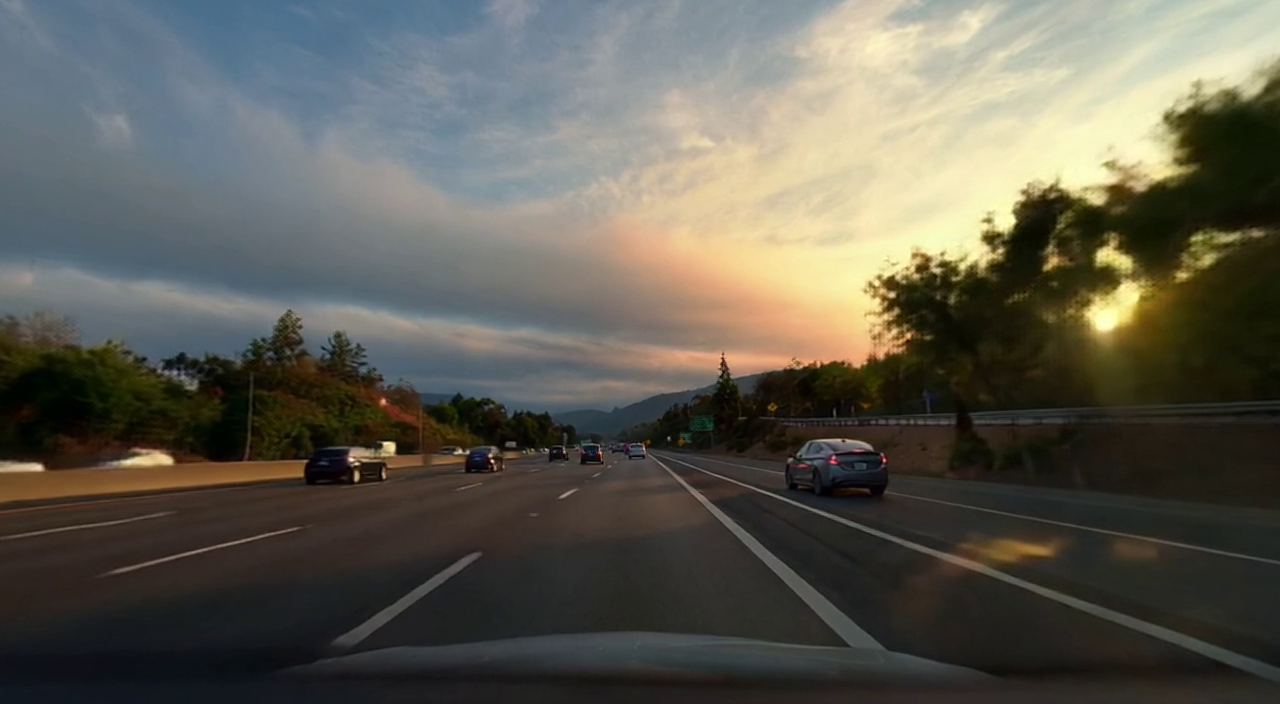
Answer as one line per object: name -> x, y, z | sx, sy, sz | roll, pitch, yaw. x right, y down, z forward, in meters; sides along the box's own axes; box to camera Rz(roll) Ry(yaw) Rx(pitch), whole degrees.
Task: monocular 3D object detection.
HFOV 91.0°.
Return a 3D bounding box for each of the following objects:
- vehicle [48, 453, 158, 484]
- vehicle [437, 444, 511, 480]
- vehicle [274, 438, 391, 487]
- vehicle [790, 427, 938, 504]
vehicle -> -28.522, 6.172, 33.682 | 1.866, 1.510, 4.521 | 0, -9, 1
vehicle -> -7.490, 4.997, 28.931 | 2.071, 1.486, 4.703 | 0, -9, 1
vehicle -> -11.352, 4.101, 23.670 | 2.107, 1.628, 4.446 | 0, -9, 1
vehicle -> 5.967, 3.097, 17.596 | 2.259, 1.816, 4.862 | 0, -9, -1
